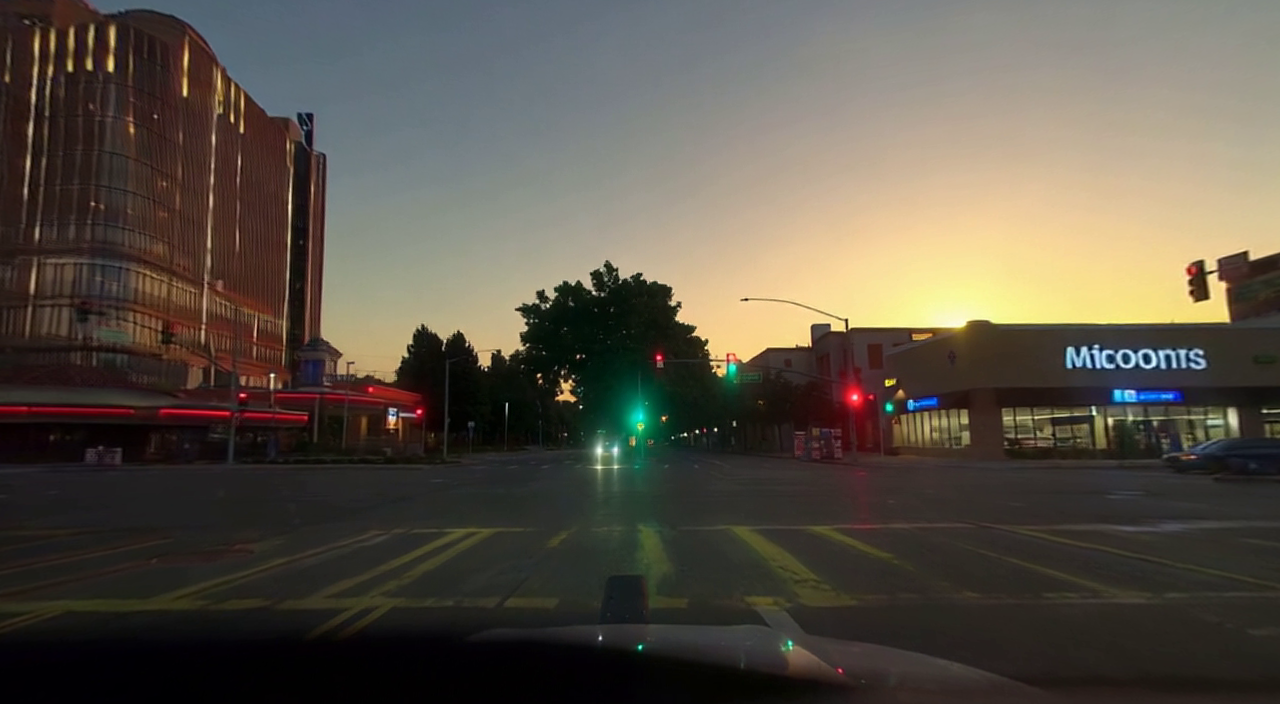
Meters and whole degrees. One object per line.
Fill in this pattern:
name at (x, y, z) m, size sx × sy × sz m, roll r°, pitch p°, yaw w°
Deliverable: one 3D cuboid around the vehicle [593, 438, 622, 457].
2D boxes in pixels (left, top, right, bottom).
vehicle at (-2.515, 7.561, 49.961) m, size 2.104 × 1.468 × 4.195 m, roll 0°, pitch -8°, yaw 0°
